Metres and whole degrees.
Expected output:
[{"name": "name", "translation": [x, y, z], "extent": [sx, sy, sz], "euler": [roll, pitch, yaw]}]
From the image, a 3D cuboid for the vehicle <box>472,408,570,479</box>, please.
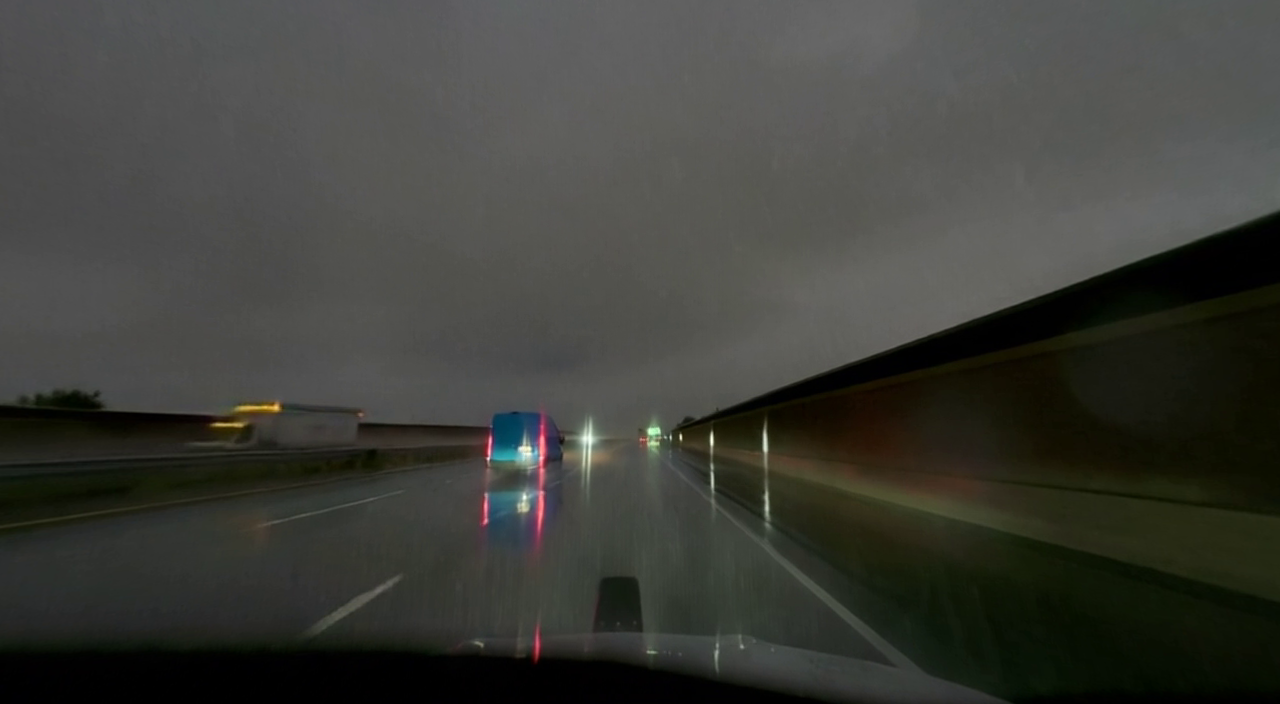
[{"name": "vehicle", "translation": [-3.711, 2.982, 20.703], "extent": [2.309, 2.053, 4.884], "euler": [0, -8, 0]}]
